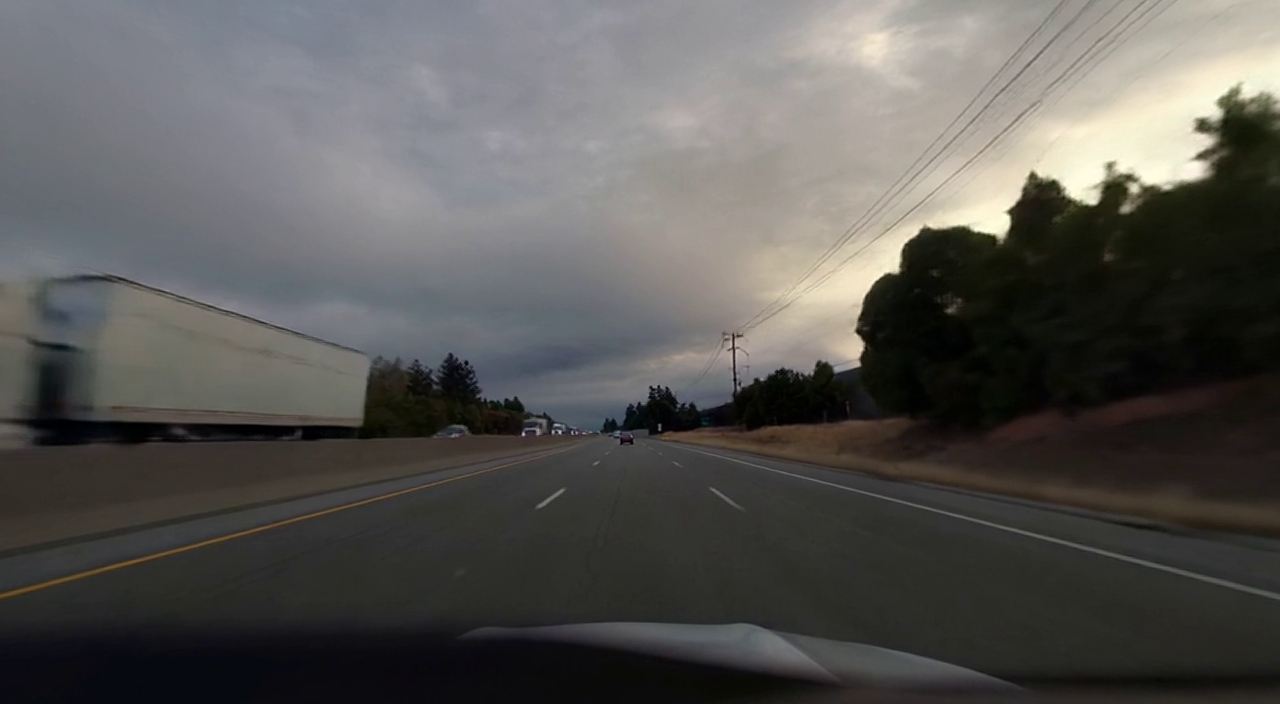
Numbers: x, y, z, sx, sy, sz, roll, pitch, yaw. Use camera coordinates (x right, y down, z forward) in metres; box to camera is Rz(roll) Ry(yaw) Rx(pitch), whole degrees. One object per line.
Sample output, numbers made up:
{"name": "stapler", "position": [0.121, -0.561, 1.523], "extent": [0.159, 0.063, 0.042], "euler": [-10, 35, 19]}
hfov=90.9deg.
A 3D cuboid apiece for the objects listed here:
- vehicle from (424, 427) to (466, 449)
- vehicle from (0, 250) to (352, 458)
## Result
{"name": "vehicle", "position": [-13.717, 6.052, 44.366], "extent": [1.838, 1.491, 3.446], "euler": [0, -8, 0]}
{"name": "vehicle", "position": [-12.525, 0.887, 17.543], "extent": [2.885, 3.633, 13.483], "euler": [0, -8, -1]}
